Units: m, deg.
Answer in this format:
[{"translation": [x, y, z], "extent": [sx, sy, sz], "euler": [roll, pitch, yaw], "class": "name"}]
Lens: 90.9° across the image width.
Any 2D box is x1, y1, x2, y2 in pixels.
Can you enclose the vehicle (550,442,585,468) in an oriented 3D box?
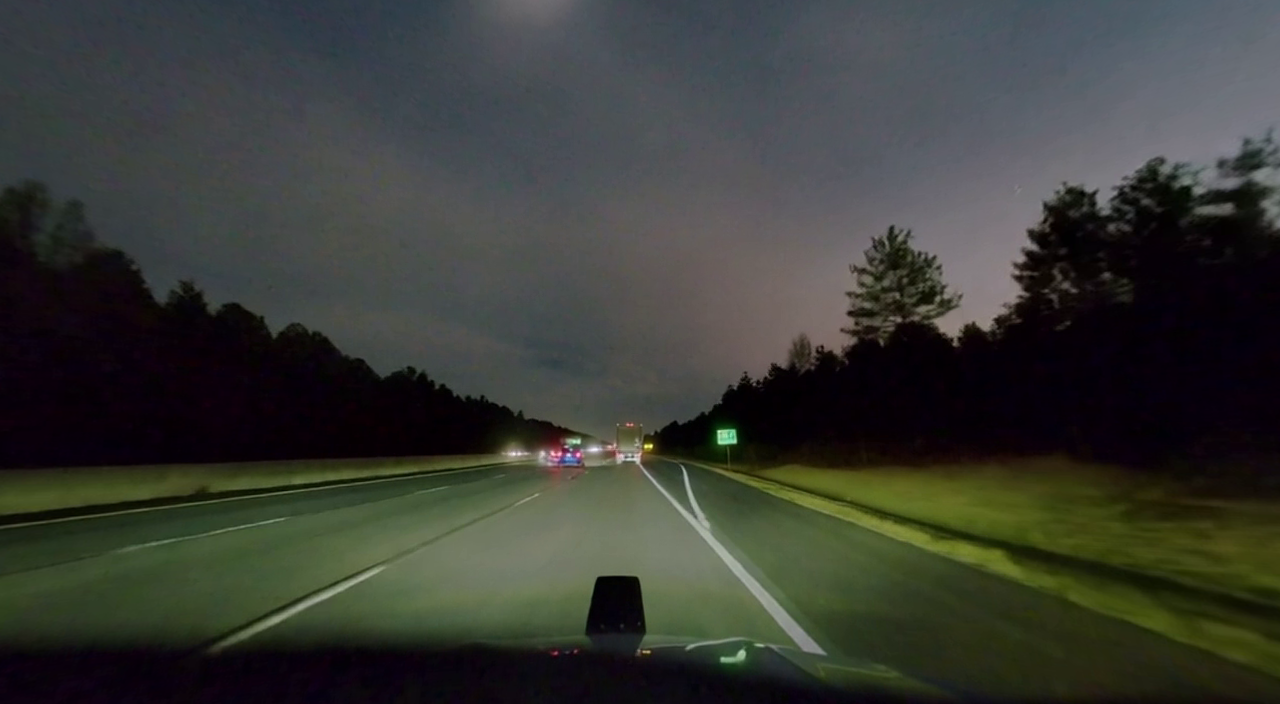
[{"translation": [-5.461, 7.870, 48.201], "extent": [2.124, 1.888, 5.226], "euler": [0, -9, -1], "class": "vehicle"}]
